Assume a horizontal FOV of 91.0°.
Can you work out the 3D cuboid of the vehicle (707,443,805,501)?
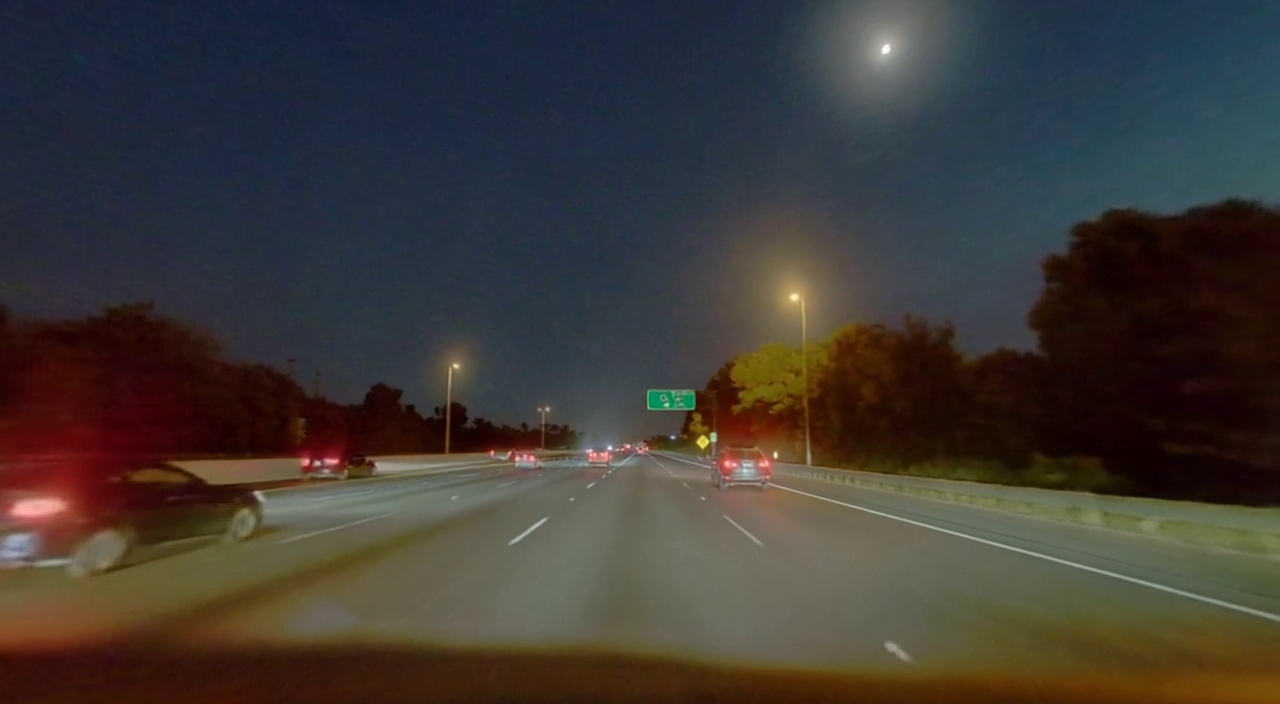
[{"bbox_3d":[3.384,3.596,19.321,2.126,1.529,4.438,0,-9,0],"label":"vehicle"}]

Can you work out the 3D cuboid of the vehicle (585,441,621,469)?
[{"bbox_3d":[-2.738,7.833,48.055,2.449,1.929,5.503,0,-9,0],"label":"vehicle"}]

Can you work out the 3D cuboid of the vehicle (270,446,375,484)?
[{"bbox_3d":[-13.845,4.934,27.894,1.959,1.520,5.068,0,-9,1],"label":"vehicle"}]

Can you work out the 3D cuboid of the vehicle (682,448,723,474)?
[{"bbox_3d":[3.697,6.531,38.026,1.929,1.485,4.482,0,-9,-1],"label":"vehicle"}]

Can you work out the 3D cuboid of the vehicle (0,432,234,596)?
[{"bbox_3d":[-7.046,1.689,6.964,1.977,1.529,4.616,0,-9,1],"label":"vehicle"}]
